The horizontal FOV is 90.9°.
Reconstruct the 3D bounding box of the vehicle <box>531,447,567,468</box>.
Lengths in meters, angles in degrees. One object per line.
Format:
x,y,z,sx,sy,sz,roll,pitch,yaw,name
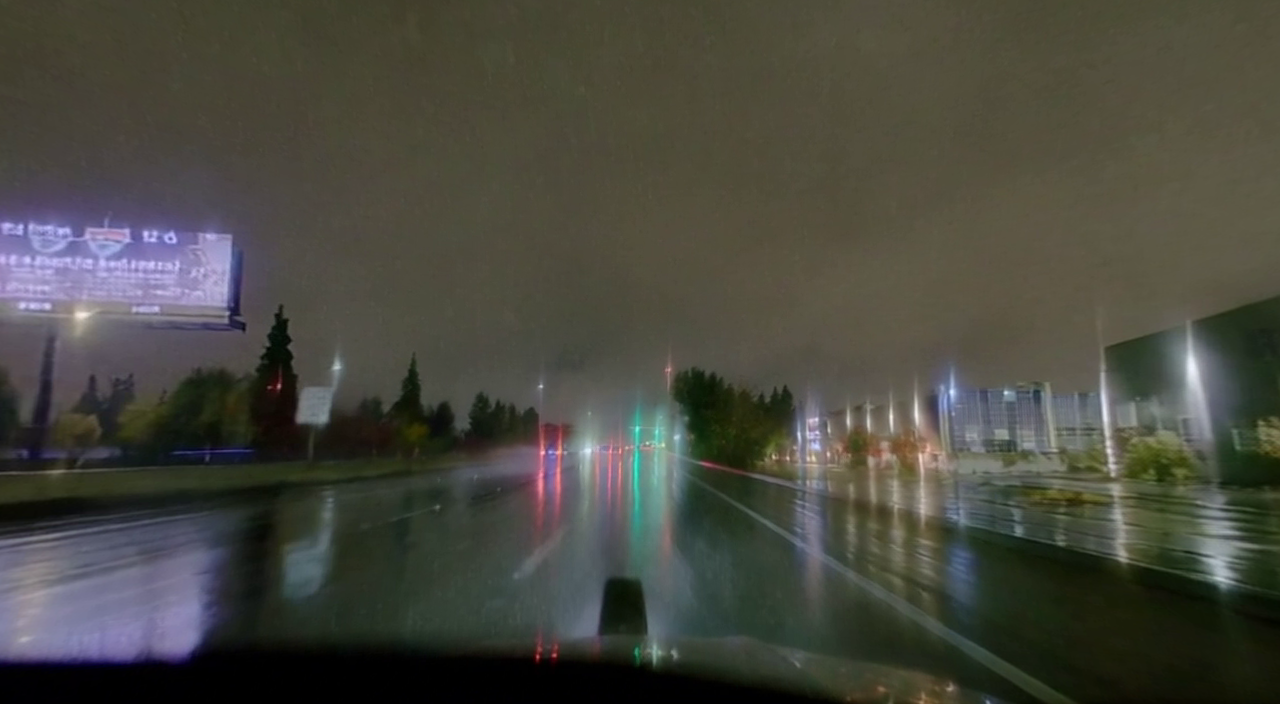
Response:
-6.604,7.670,46.186,1.936,1.462,4.388,0,-8,0,vehicle
